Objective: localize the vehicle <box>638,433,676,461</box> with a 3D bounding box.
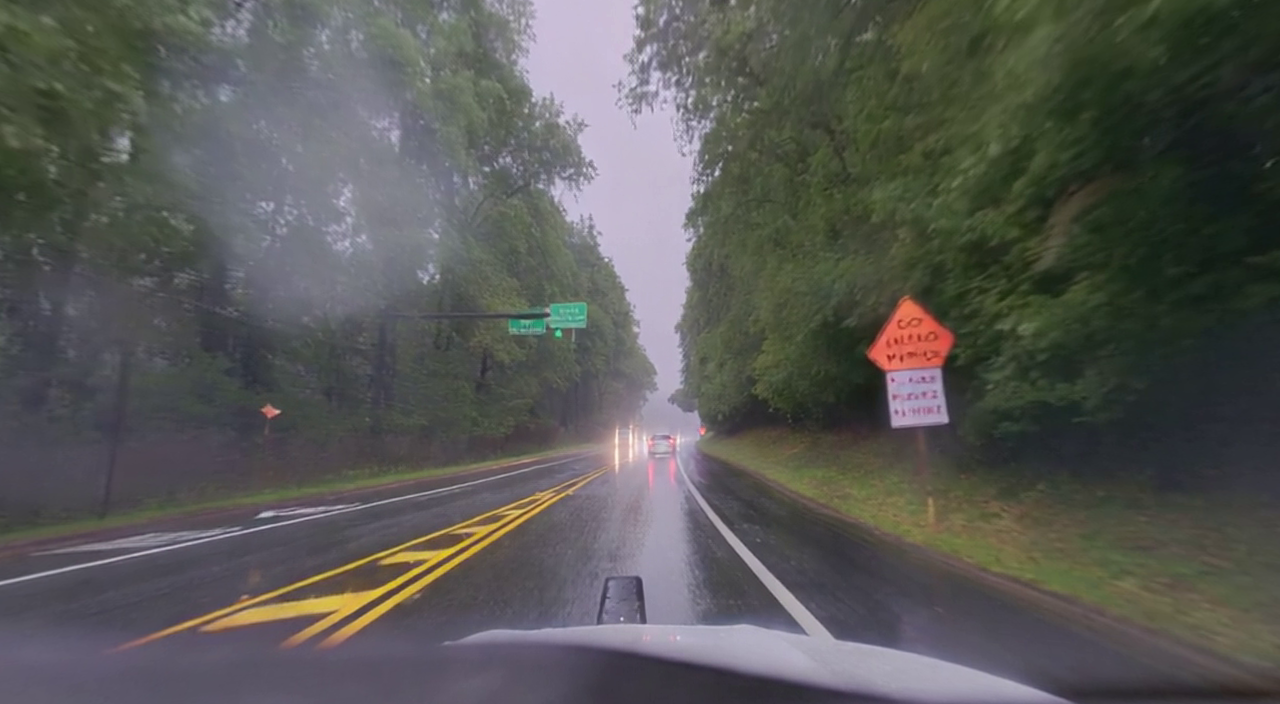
[{"bbox_3d":[1.000,5.473,36.347,2.067,1.486,3.861,0,-8,3],"label":"vehicle"}]
